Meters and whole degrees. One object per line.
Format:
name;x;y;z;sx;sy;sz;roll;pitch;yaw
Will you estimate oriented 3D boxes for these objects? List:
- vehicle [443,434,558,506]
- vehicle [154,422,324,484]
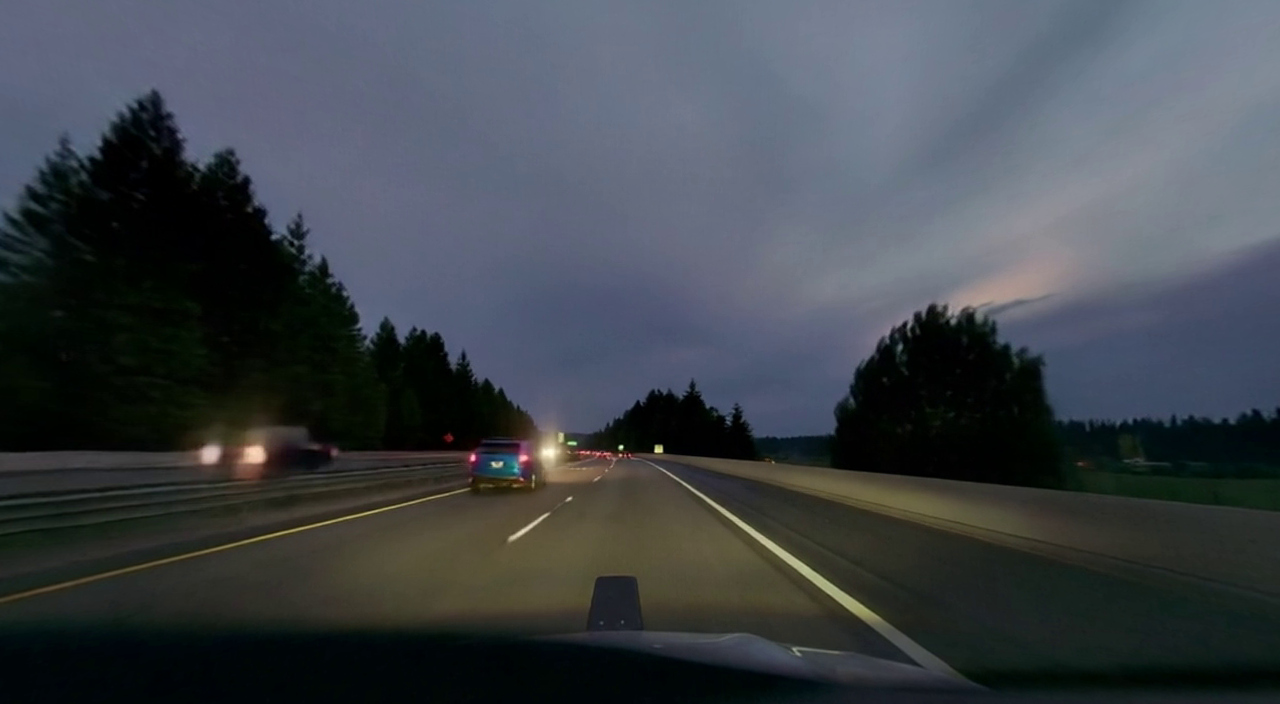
vehicle;-3.709;3.251;17.762;2.135;1.755;4.476;0;-9;1
vehicle;-12.022;3.102;19.415;2.072;1.634;4.756;0;-9;0
